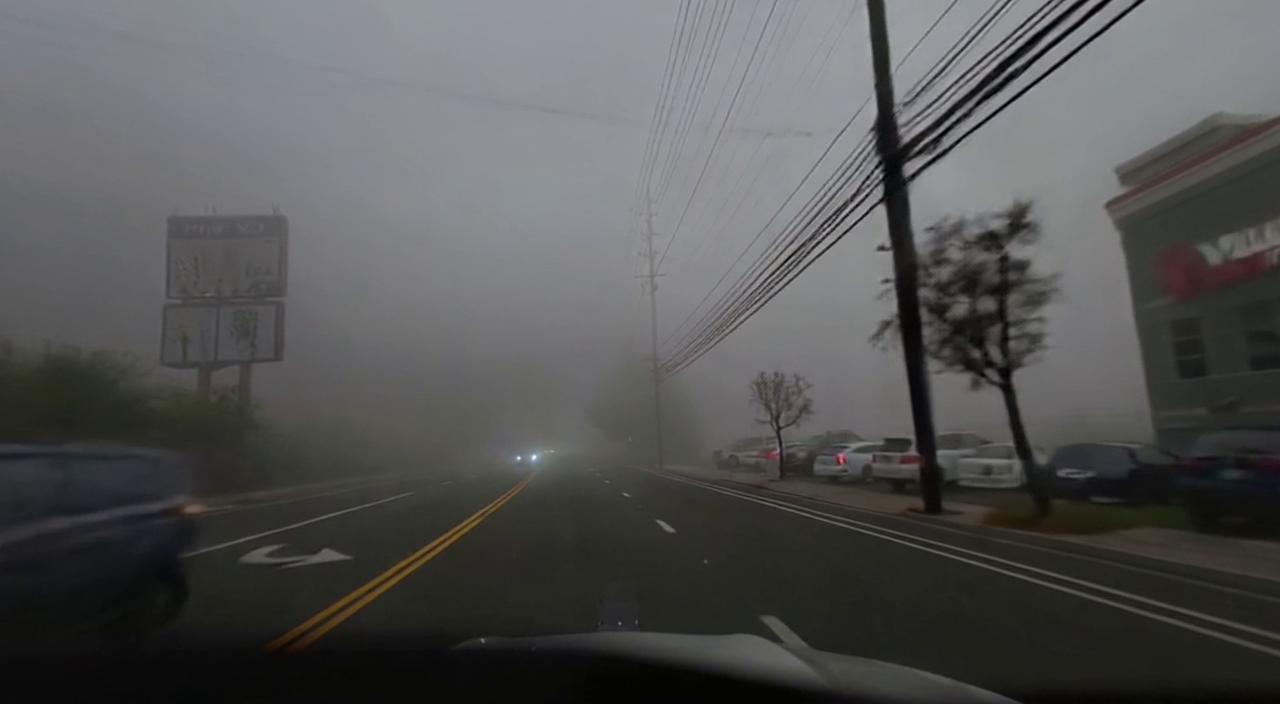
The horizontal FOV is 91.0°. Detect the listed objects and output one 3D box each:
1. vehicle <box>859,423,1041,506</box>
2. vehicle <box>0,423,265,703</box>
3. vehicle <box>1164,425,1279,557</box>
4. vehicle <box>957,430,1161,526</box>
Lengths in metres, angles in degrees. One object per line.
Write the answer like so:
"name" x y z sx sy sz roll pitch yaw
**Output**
"vehicle" 8.269 2.866 16.596 5.112 1.832 2.290 7 -11 -40
"vehicle" -4.262 1.141 3.214 2.122 1.517 4.465 0 -8 -3
"vehicle" 9.385 1.840 8.907 4.853 1.526 2.074 7 -11 -40
"vehicle" 8.519 2.406 12.664 4.502 1.564 2.057 6 -11 -39
